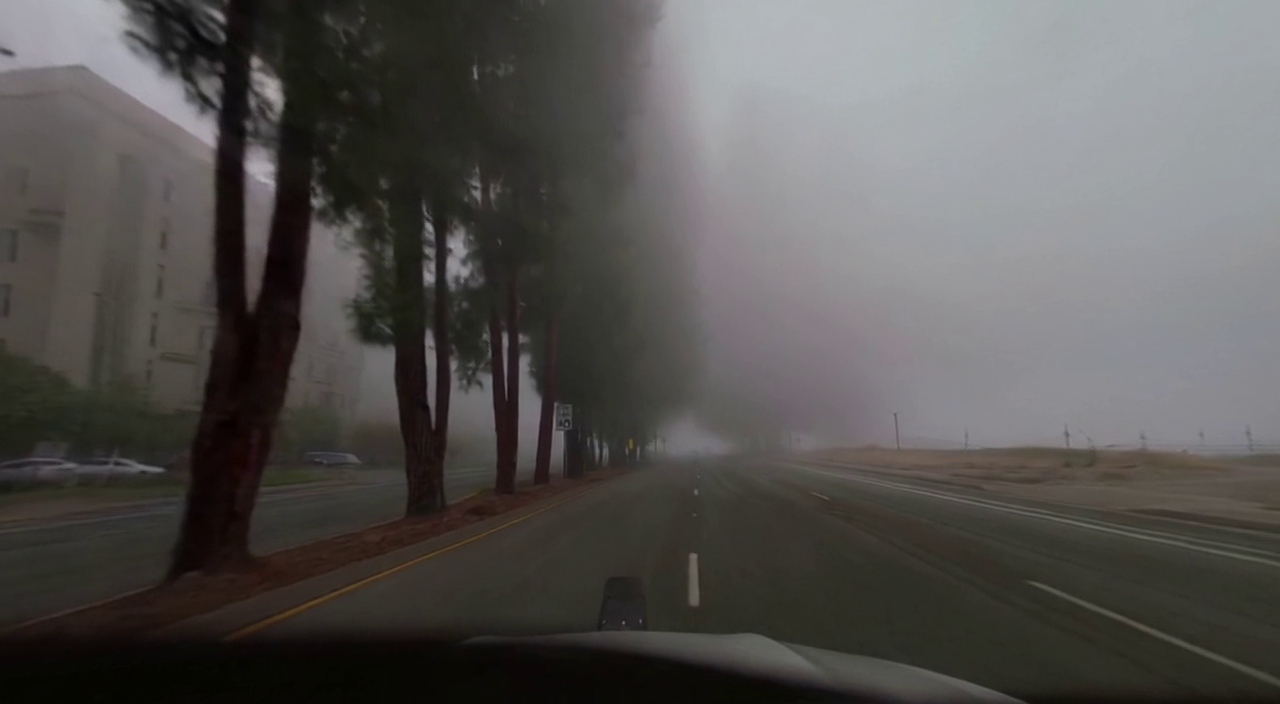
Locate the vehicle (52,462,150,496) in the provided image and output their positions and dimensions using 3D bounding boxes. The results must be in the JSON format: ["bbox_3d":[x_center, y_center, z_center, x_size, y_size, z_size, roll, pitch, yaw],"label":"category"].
[{"bbox_3d":[-27.085,6.378,31.755,3.587,1.424,1.633,-4,-8,5],"label":"vehicle"}]
